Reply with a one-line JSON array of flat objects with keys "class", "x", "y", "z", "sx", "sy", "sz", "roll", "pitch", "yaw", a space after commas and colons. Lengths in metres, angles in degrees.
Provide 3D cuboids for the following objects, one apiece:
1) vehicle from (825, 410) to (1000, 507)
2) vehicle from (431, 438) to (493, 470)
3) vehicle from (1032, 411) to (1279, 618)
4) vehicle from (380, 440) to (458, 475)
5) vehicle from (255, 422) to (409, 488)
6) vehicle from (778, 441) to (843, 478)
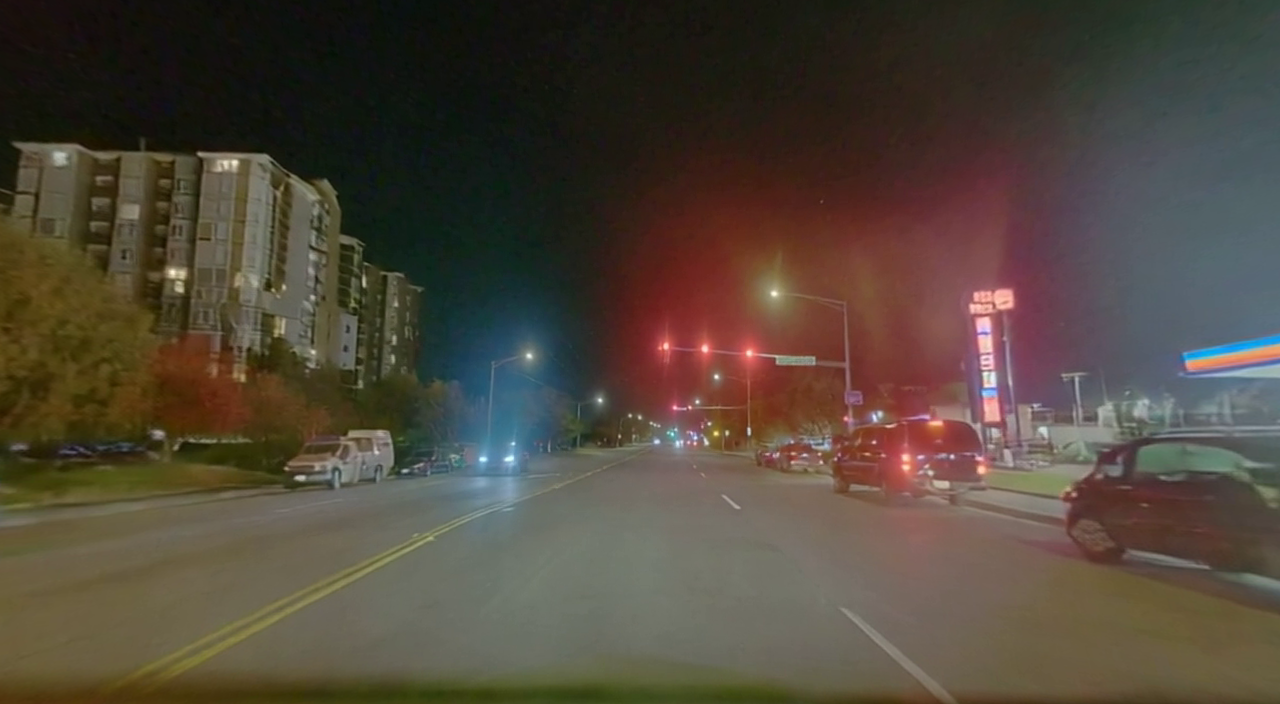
[{"class": "vehicle", "x": 6.822, "y": 2.775, "z": 16.831, "sx": 2.181, "sy": 2.103, "sz": 6.044, "roll": -1, "pitch": -9, "yaw": 3}, {"class": "vehicle", "x": -9.807, "y": 5.644, "z": 35.251, "sx": 1.954, "sy": 1.652, "sz": 4.440, "roll": -1, "pitch": -9, "yaw": 3}, {"class": "vehicle", "x": 6.384, "y": 1.476, "z": 6.054, "sx": 1.995, "sy": 1.720, "sz": 5.067, "roll": 0, "pitch": -9, "yaw": 0}, {"class": "vehicle", "x": -10.058, "y": 4.819, "z": 29.136, "sx": 1.785, "sy": 1.478, "sz": 4.329, "roll": -1, "pitch": -9, "yaw": 4}, {"class": "vehicle", "x": -10.422, "y": 3.566, "z": 22.098, "sx": 2.214, "sy": 1.994, "sz": 5.721, "roll": -1, "pitch": -9, "yaw": 3}, {"class": "vehicle", "x": 7.175, "y": 4.548, "z": 27.016, "sx": 1.738, "sy": 1.436, "sz": 4.232, "roll": 0, "pitch": -9, "yaw": 2}]
